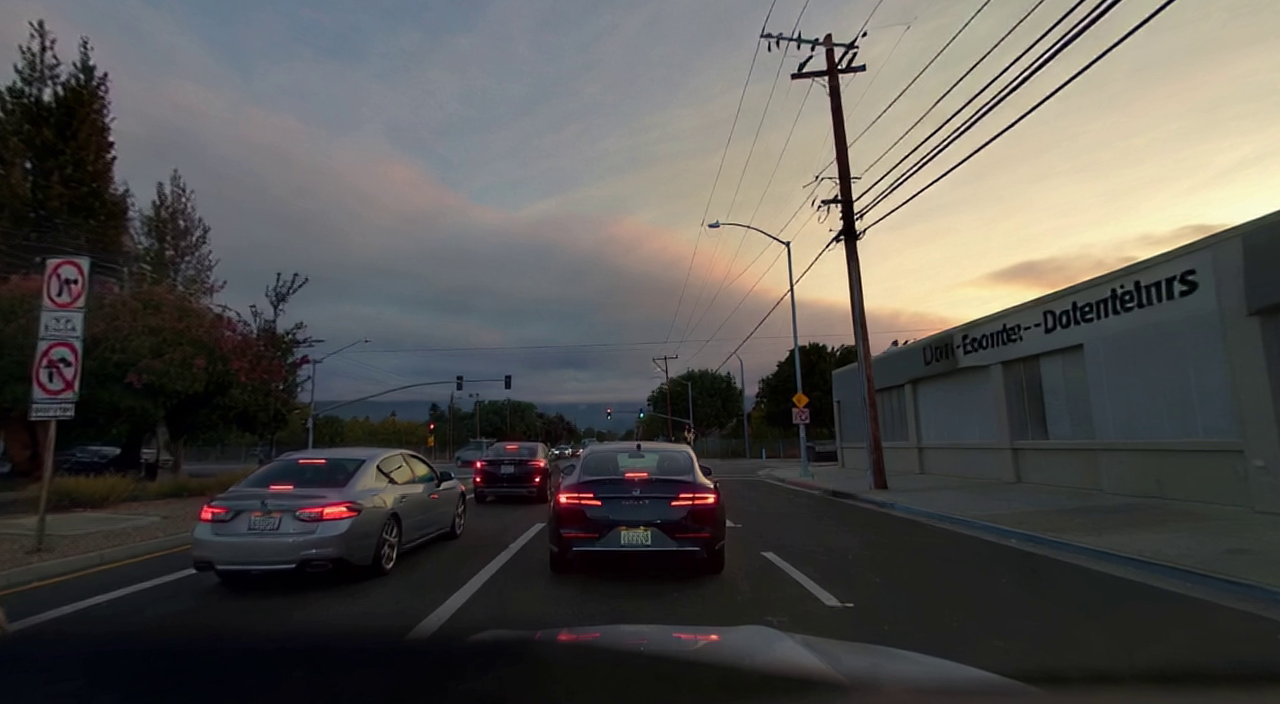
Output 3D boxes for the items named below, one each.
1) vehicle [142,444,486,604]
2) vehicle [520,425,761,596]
[{"bbox_3d":[-3.233,1.745,7.332,1.765,1.319,4.013,0,-9,2],"label":"vehicle"},{"bbox_3d":[-0.010,1.687,7.553,2.101,1.469,3.955,0,-9,0],"label":"vehicle"}]
